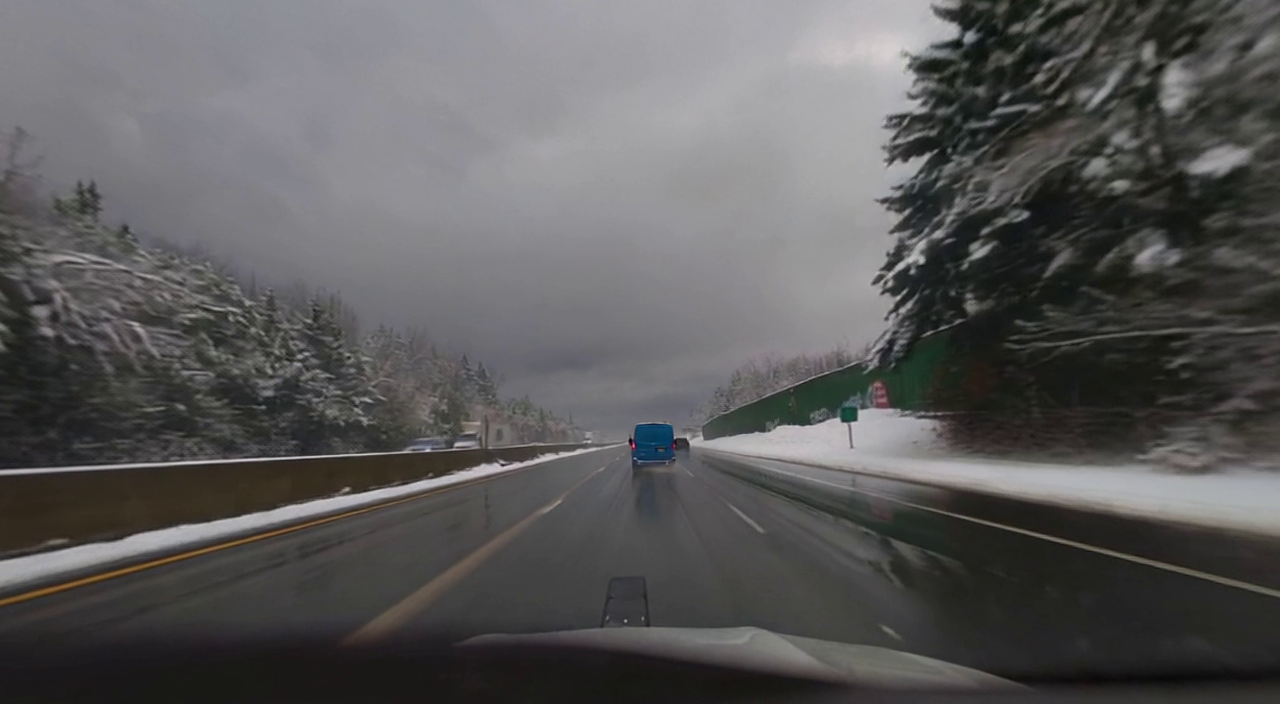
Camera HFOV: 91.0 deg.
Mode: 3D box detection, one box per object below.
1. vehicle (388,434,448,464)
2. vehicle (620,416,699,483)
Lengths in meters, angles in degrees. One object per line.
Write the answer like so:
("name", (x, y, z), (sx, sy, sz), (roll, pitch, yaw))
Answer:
("vehicle", (-15.140, 6.622, 43.136), (2.108, 1.923, 4.958), (0, -8, 2))
("vehicle", (0.585, 3.176, 20.657), (2.283, 1.956, 4.421), (0, -8, 0))
